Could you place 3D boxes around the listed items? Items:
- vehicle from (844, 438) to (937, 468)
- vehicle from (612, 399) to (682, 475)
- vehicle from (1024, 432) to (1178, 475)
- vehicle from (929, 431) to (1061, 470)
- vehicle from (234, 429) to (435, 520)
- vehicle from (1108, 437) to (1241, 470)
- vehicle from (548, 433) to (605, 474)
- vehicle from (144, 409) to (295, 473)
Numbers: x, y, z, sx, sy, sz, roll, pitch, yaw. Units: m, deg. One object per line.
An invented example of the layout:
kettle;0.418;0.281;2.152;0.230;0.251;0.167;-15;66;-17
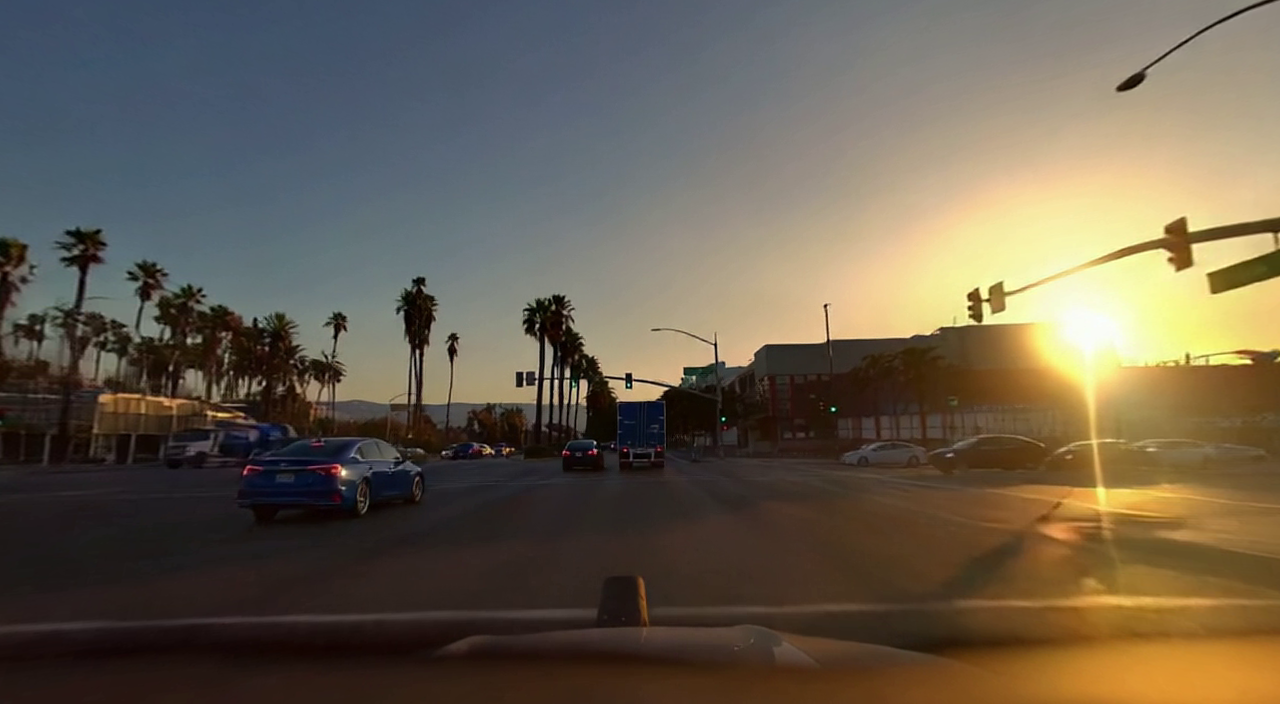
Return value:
vehicle;14.600;5.945;36.789;4.568;1.485;1.936;-2;-11;0
vehicle;0.308;4.121;30.284;2.993;3.235;6.692;0;-8;0
vehicle;19.396;4.312;26.581;4.831;1.529;1.966;-3;-10;0
vehicle;16.871;4.713;30.037;5.039;1.744;2.043;0;-9;0
vehicle;-6.351;2.590;13.845;2.045;1.630;4.680;0;-8;0
vehicle;25.327;4.832;29.846;4.506;1.484;1.928;0;-9;1
vehicle;-2.996;4.911;30.593;2.178;1.826;4.933;0;-8;1
vehicle;-28.505;6.188;43.546;2.982;3.868;10.493;0;-8;1
